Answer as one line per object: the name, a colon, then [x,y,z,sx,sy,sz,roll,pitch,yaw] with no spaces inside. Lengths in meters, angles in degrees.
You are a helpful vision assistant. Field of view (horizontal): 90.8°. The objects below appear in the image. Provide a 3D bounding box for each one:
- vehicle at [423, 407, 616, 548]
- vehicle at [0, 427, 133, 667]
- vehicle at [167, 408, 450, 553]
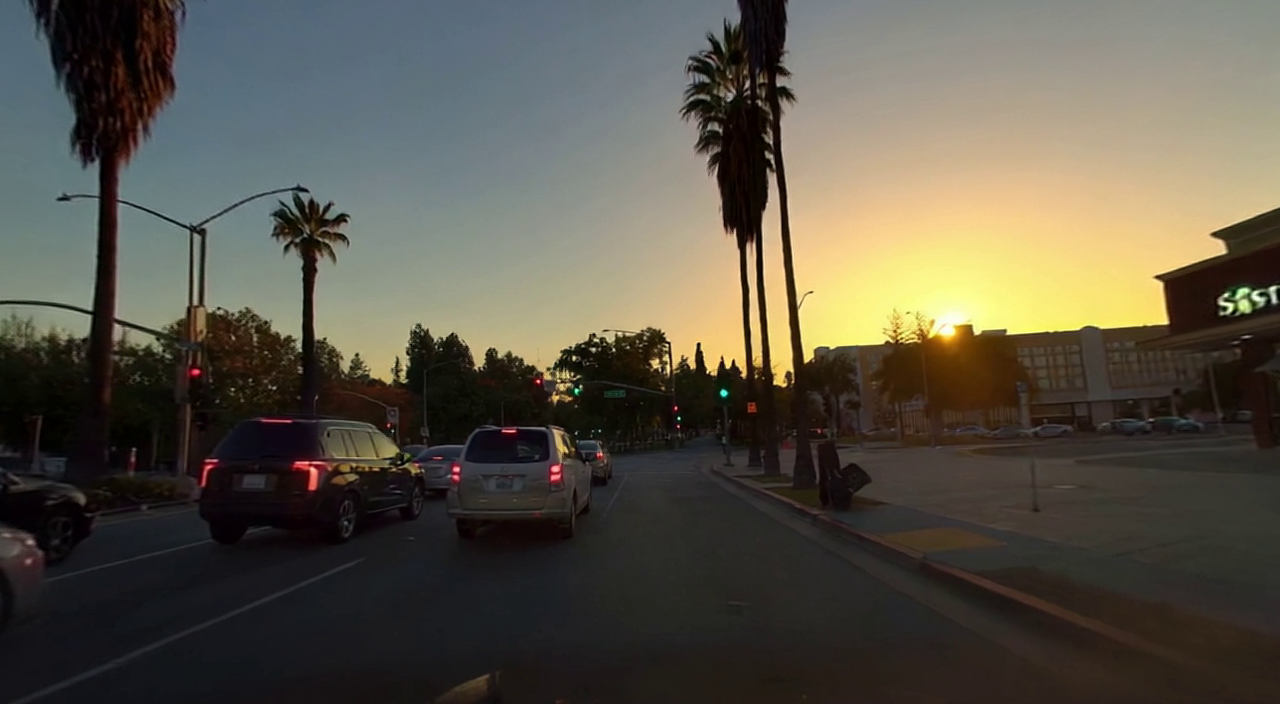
vehicle: [-1.600,1.903,10.173,2.153,1.759,4.320,0,-9,1]
vehicle: [-5.189,1.081,2.775,1.885,1.567,4.775,0,-9,1]
vehicle: [-5.028,2.026,10.638,2.025,1.862,4.804,0,-9,2]
